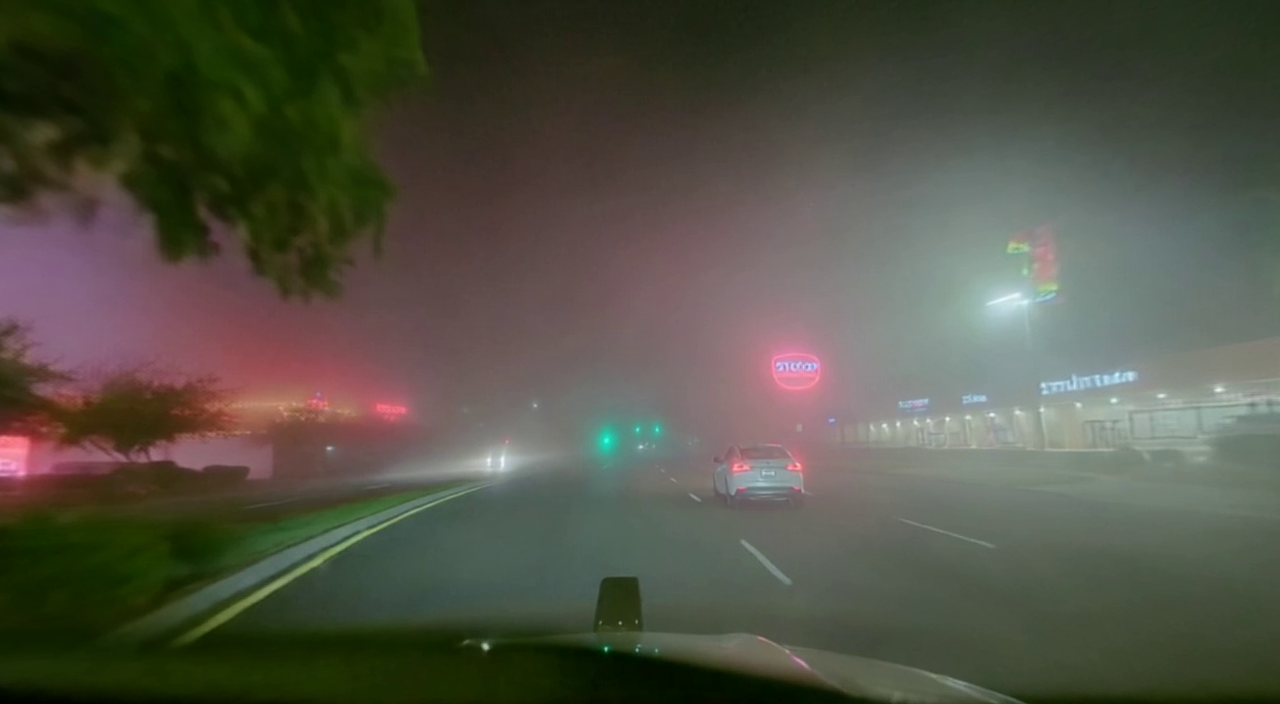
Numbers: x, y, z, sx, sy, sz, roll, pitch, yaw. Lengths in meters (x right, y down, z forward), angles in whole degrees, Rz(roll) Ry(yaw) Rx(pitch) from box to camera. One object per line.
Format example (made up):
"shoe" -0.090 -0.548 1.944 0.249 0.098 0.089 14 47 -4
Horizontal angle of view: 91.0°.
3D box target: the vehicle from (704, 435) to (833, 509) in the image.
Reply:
"vehicle" 2.820 2.751 14.930 2.015 1.479 4.444 0 -8 -1

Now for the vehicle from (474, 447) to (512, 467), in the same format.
"vehicle" -11.536 8.260 49.704 1.944 1.512 4.278 0 -8 1

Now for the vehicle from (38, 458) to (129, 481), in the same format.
"vehicle" -41.080 8.652 46.525 4.663 1.593 1.913 1 -9 -4
